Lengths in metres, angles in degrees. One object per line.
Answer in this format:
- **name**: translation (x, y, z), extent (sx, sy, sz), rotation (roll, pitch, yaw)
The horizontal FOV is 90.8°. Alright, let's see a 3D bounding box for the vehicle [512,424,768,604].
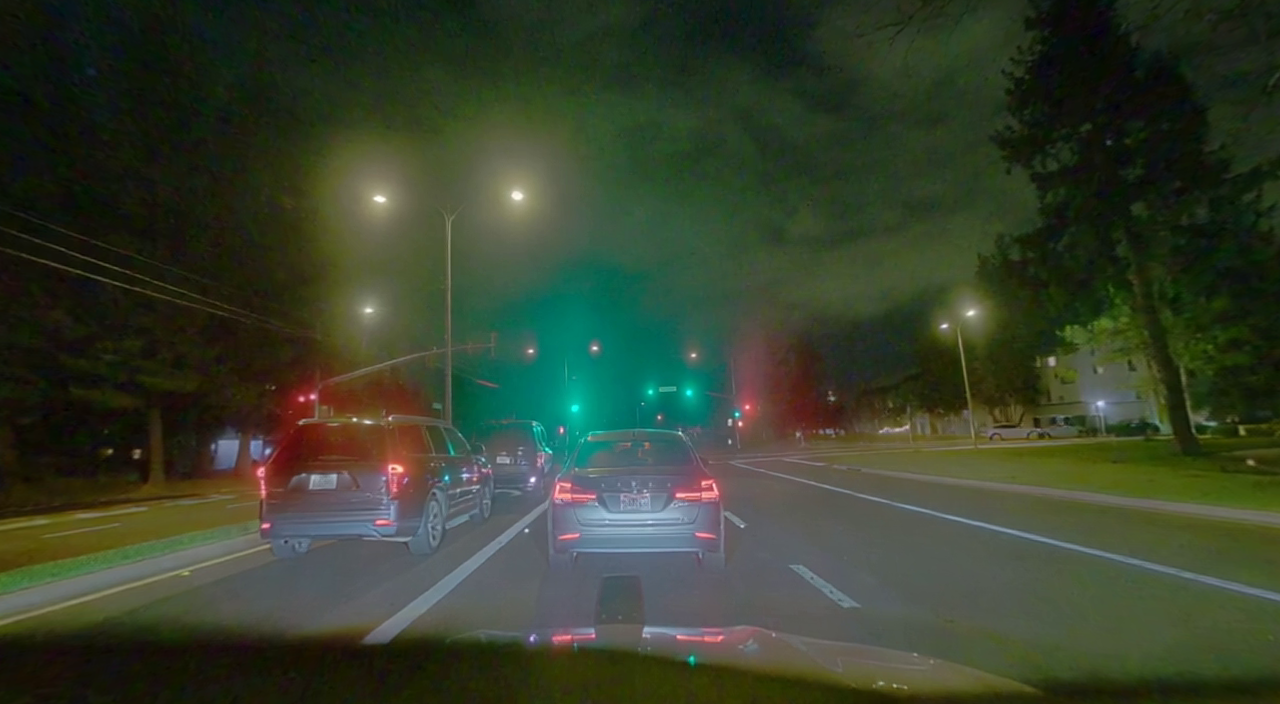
- **vehicle**: translation (-0.057, 1.644, 7.316), extent (2.126, 1.475, 3.967), rotation (0, -8, -2)

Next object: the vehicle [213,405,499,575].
- **vehicle**: translation (-3.428, 1.745, 8.749), extent (2.046, 1.751, 4.208), rotation (0, -8, -1)
